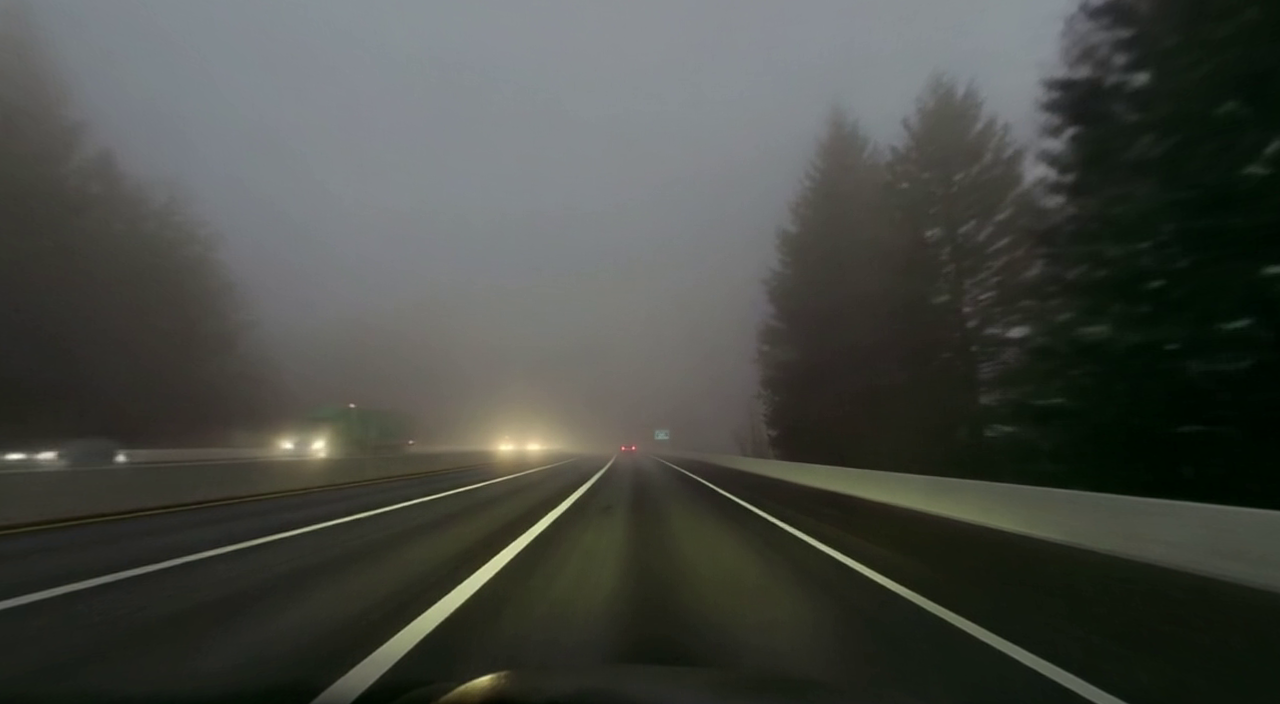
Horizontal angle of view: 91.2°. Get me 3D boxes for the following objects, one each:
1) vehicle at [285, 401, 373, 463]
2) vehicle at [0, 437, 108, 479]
[{"bbox_3d":[-21.327,5.574,43.475,3.036,3.953,5.859,0,-8,-1],"label":"vehicle"},{"bbox_3d":[-24.122,4.205,25.060,1.808,1.515,4.455,0,-9,0],"label":"vehicle"}]
